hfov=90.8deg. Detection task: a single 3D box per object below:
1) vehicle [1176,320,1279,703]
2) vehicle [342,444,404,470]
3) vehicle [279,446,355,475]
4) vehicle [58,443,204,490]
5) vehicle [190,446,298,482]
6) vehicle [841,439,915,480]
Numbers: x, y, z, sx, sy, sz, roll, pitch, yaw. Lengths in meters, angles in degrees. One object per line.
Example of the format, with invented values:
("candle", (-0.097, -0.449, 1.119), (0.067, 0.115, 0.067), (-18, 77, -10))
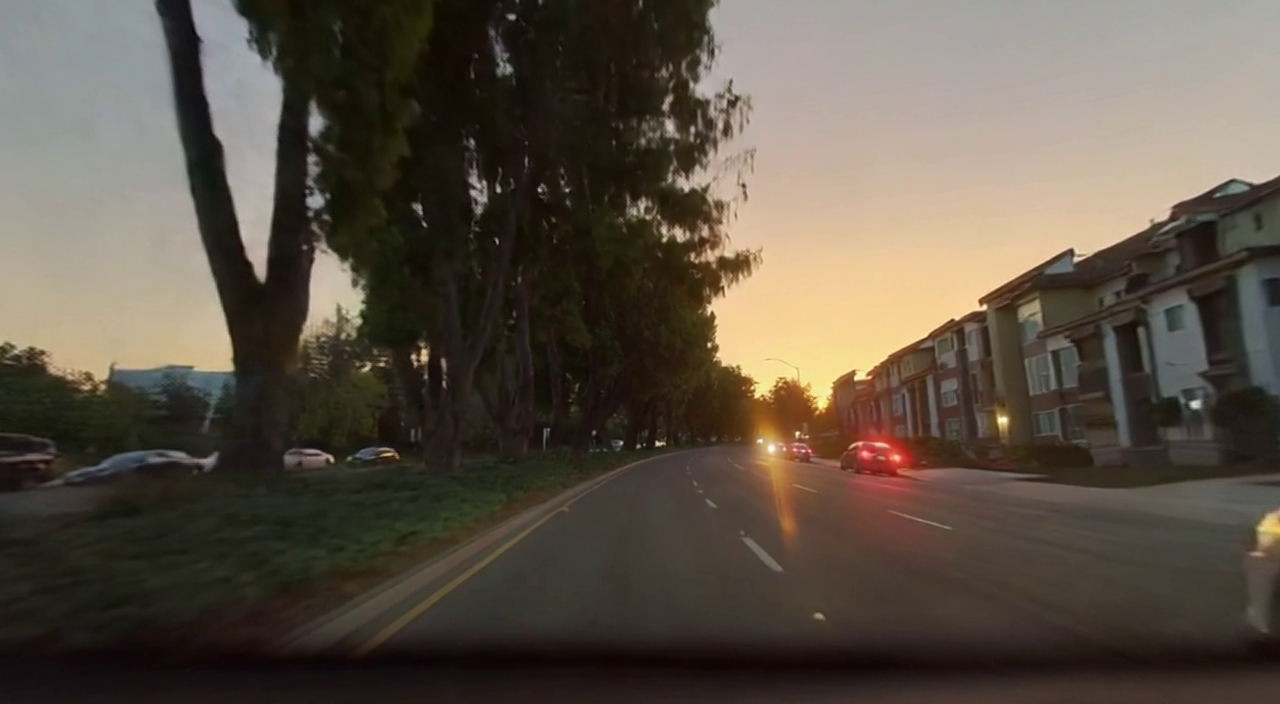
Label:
("vehicle", (3.800, 0.491, 0.748), (2.215, 1.812, 4.569), (0, -9, -1))
("vehicle", (-17.441, 6.960, 41.583), (1.908, 1.500, 4.470), (-3, -11, 4))
("vehicle", (-18.059, 6.100, 35.583), (1.829, 1.452, 4.562), (-2, -9, 1))
("vehicle", (-18.736, 4.219, 23.549), (1.802, 1.487, 4.359), (-2, -9, 0))
("vehicle", (-18.342, 5.191, 29.553), (1.823, 1.455, 4.680), (-3, -9, 3))
("vehicle", (11.311, 5.125, 30.391), (2.037, 1.655, 4.760), (3, -8, 4))
